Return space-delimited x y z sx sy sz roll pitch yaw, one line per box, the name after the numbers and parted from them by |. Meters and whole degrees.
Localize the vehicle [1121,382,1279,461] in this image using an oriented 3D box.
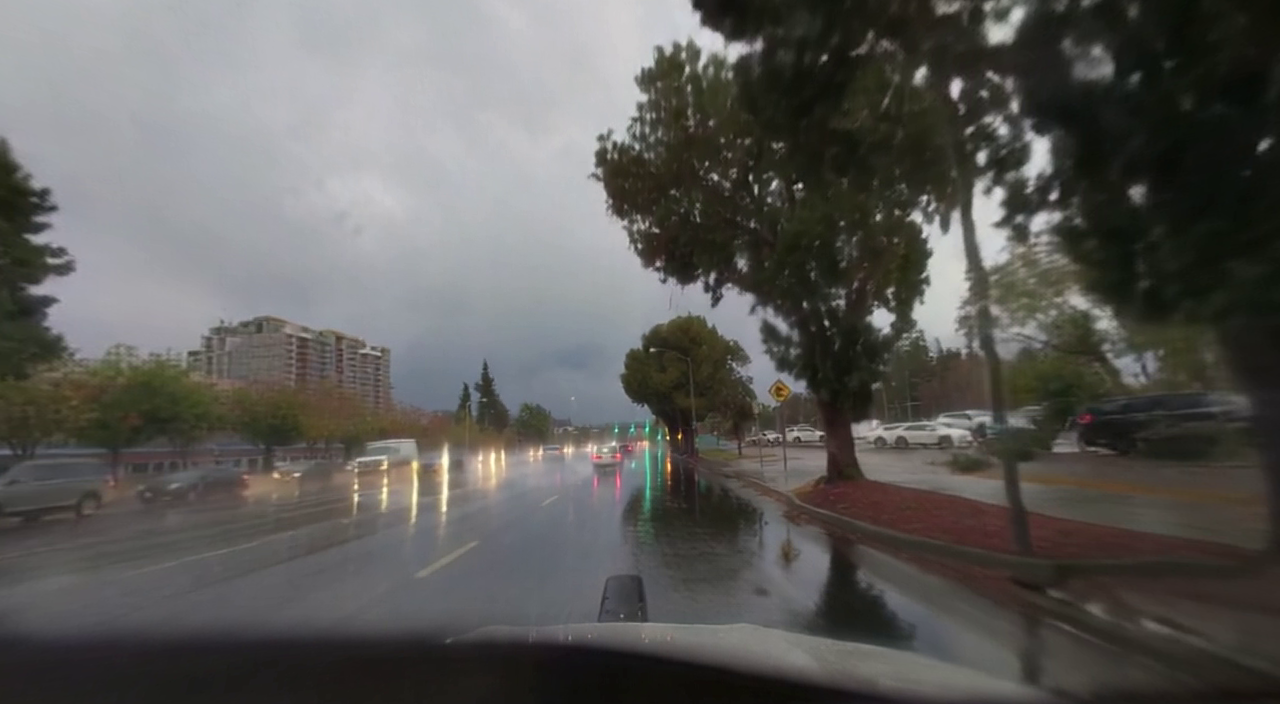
14.356 1.528 14.790 4.431 1.456 1.977 -7 -10 -1 | vehicle

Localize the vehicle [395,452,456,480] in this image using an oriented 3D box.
-12.470 6.631 37.068 2.013 1.498 4.474 0 -8 0 | vehicle

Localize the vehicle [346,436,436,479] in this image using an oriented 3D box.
-16.672 7.113 42.958 2.599 2.675 7.177 -1 -8 6 | vehicle

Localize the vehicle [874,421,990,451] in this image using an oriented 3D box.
14.371 4.180 31.275 4.739 1.424 1.936 0 -8 1 | vehicle

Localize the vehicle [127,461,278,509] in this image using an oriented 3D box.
-16.434 5.009 24.162 2.162 1.480 5.017 0 -8 1 | vehicle

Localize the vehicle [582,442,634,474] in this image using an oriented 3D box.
-1.551 5.431 32.548 2.235 1.500 4.420 -1 -8 3 | vehicle

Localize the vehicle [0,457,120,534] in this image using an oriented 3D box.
-16.463 3.652 16.240 2.073 1.749 4.770 0 -8 0 | vehicle

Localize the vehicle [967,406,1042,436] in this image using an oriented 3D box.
24.217 4.649 42.230 2.179 1.825 5.335 -2 -7 4 | vehicle

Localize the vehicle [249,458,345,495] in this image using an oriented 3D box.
-16.327 5.928 30.386 2.024 1.531 4.580 0 -8 0 | vehicle
